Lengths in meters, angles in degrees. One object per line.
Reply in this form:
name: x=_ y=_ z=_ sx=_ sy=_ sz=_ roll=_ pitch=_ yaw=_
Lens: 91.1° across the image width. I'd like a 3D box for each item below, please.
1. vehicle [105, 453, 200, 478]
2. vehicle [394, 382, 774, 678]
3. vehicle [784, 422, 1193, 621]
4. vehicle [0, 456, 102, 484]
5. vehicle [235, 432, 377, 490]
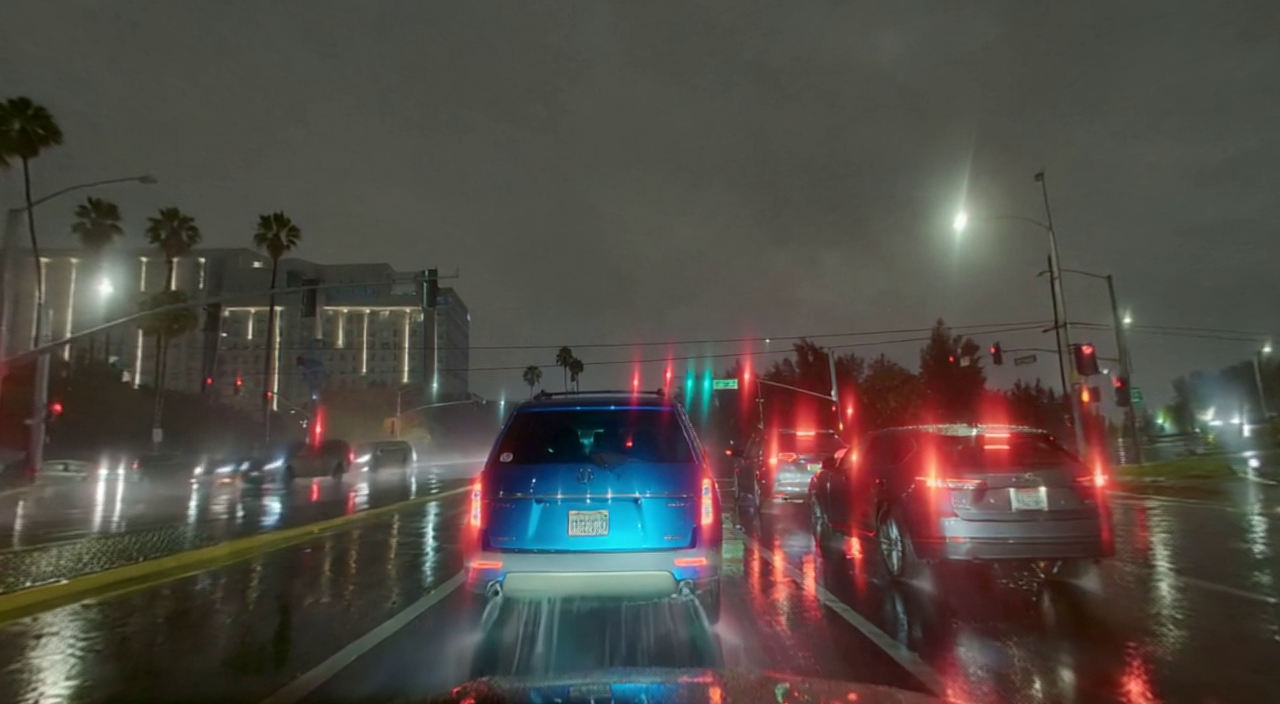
vehicle: x=-36.568 y=8.524 z=47.143 sx=5.347 sy=1.785 sz=2.123 roll=0 pitch=-8 yaw=1
vehicle: x=-0.319 y=1.322 z=5.710 sx=2.172 sy=1.694 sz=4.055 roll=0 pitch=-8 yaw=0
vehicle: x=3.143 y=1.612 z=7.023 sx=1.971 sy=1.473 sz=4.495 roll=0 pitch=-8 yaw=0
vehicle: x=-40.710 y=8.124 z=43.381 sx=4.993 sy=1.788 sz=2.075 roll=0 pitch=-9 yaw=1
vehicle: x=-12.415 y=4.093 z=23.934 sx=2.317 sy=1.924 sz=5.636 roll=0 pitch=-9 yaw=0
